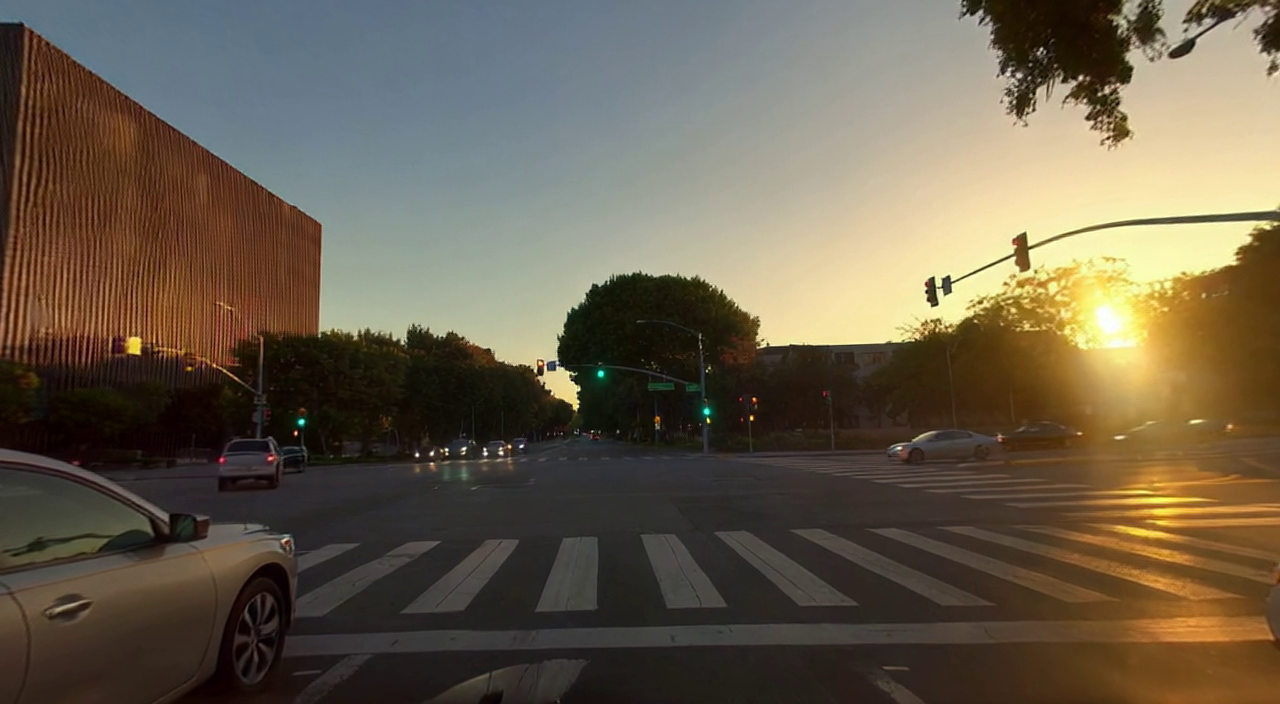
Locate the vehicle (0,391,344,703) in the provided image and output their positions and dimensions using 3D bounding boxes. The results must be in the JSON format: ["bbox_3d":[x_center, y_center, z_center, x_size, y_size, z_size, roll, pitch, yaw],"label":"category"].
[{"bbox_3d":[-3.070,0.892,2.162,1.919,1.478,4.720,0,-8,-1],"label":"vehicle"}]

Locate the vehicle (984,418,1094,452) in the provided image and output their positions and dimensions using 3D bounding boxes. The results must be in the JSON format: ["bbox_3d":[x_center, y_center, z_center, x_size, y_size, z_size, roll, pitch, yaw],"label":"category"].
[{"bbox_3d":[22.026,4.606,35.001,4.611,1.797,2.096,0,-8,-2],"label":"vehicle"}]

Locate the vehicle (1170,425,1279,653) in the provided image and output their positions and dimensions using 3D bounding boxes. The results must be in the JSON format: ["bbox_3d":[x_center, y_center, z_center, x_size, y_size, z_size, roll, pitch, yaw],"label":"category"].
[{"bbox_3d":[4.944,0.980,2.553,1.949,1.449,4.530,-1,-8,5],"label":"vehicle"}]

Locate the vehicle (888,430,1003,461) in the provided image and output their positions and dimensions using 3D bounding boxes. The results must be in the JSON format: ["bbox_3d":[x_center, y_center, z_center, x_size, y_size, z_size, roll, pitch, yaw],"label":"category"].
[{"bbox_3d":[15.196,4.675,31.606,4.660,1.495,2.007,0,-8,-2],"label":"vehicle"}]

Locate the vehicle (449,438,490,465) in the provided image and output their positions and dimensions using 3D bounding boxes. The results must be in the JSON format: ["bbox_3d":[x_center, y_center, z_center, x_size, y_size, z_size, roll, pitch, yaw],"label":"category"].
[{"bbox_3d":[-12.792,7.416,47.586,2.051,1.715,4.346,-2,-6,-2],"label":"vehicle"}]
